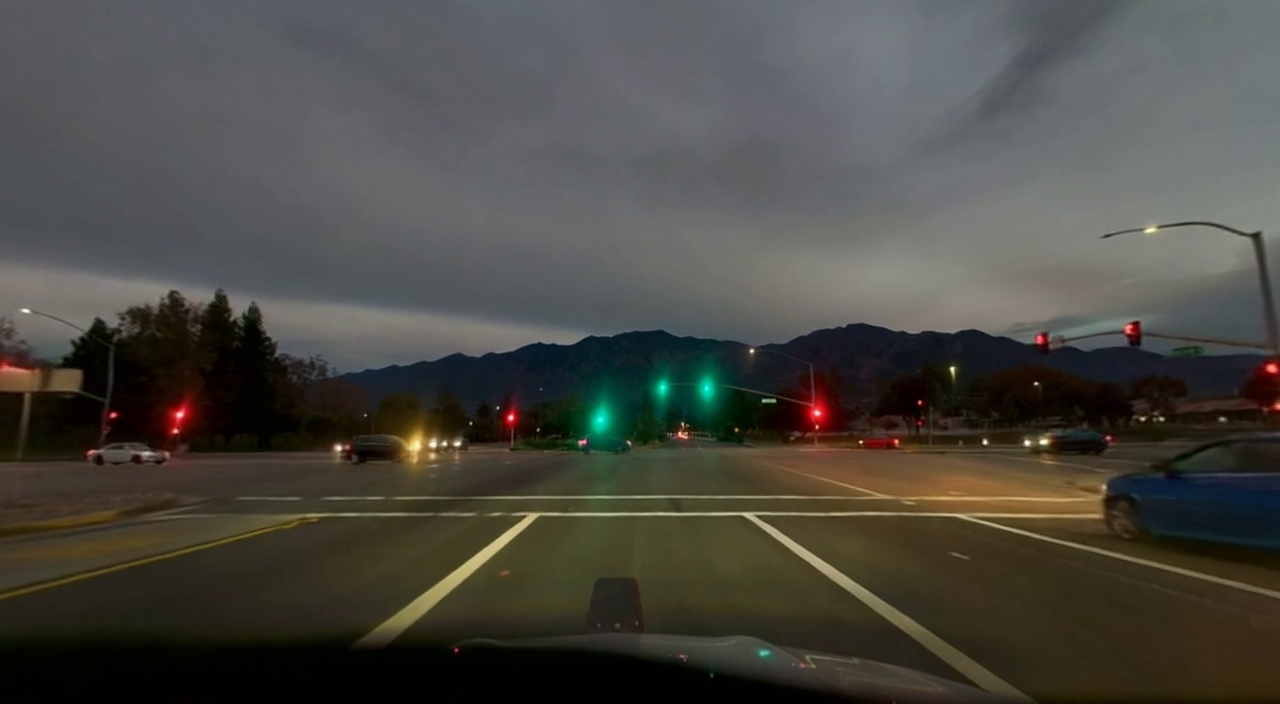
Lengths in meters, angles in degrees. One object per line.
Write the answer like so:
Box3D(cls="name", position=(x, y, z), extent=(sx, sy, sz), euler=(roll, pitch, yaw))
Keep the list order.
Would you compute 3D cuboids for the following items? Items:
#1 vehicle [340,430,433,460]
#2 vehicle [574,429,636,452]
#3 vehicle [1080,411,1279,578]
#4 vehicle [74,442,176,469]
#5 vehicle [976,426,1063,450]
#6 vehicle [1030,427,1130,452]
Box3D(cls="vehicle", position=(-16.064, 5.941, 40.354), extent=(5.228, 1.805, 2.246), euler=(2, -9, -15))
Box3D(cls="vehicle", position=(-2.677, 6.882, 48.917), extent=(4.547, 1.713, 2.020), euler=(7, -11, -41))
Box3D(cls="vehicle", position=(7.023, 1.395, 6.302), extent=(1.899, 1.570, 4.666), euler=(0, -8, 0))
Box3D(cls="vehicle", position=(-30.688, 6.155, 37.732), extent=(4.218, 1.542, 2.044), euler=(0, -8, -2))
Box3D(cls="vehicle", position=(28.222, 6.412, 47.044), extent=(5.100, 1.680, 2.055), euler=(0, -8, 1))
Box3D(cls="vehicle", position=(27.531, 5.499, 39.646), extent=(4.778, 1.495, 1.959), euler=(0, -8, -1))
